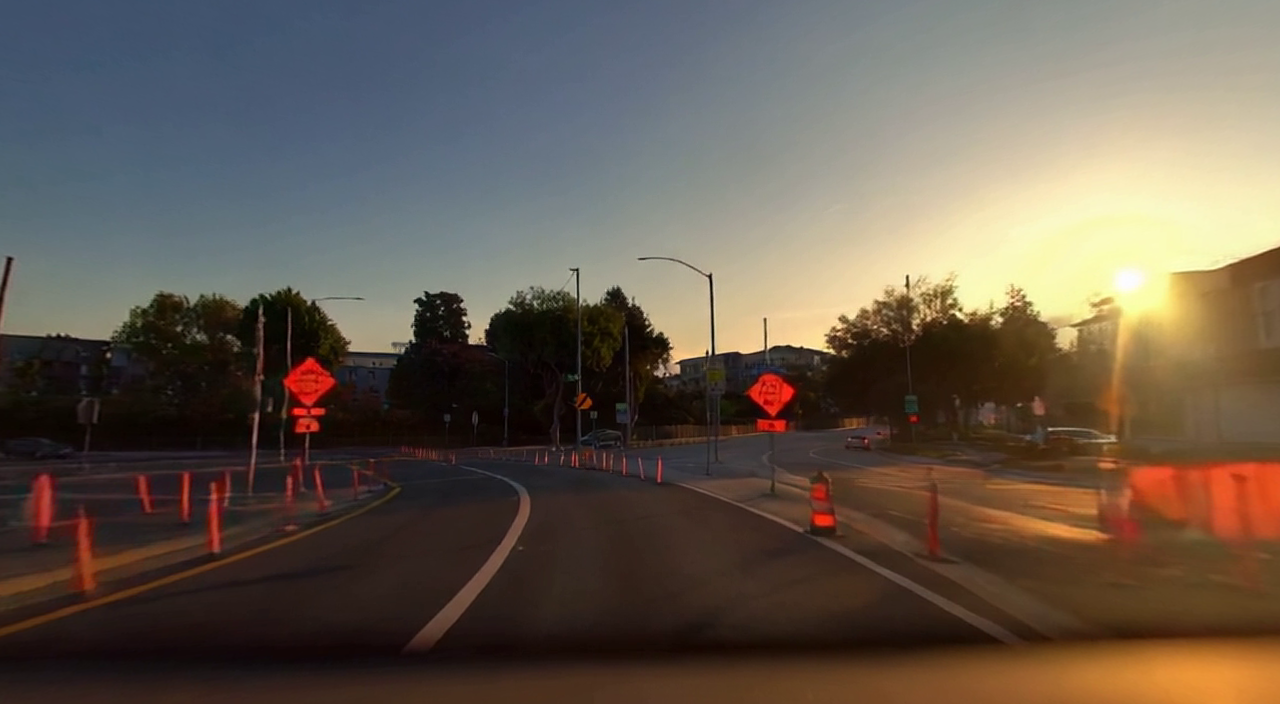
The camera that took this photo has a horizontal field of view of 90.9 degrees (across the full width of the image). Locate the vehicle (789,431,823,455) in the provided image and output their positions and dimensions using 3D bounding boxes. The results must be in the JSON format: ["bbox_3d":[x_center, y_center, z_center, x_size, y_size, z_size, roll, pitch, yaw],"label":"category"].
[{"bbox_3d":[12.779,7.065,48.740,2.150,1.779,4.423,-2,-9,10],"label":"vehicle"}]

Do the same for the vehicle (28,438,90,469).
[{"bbox_3d":[-34.479,6.000,37.346,4.292,1.734,2.159,-8,-11,42],"label":"vehicle"}]

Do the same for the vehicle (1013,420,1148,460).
[{"bbox_3d":[20.297,4.104,29.258,4.615,1.738,1.990,-1,-9,8],"label":"vehicle"}]
